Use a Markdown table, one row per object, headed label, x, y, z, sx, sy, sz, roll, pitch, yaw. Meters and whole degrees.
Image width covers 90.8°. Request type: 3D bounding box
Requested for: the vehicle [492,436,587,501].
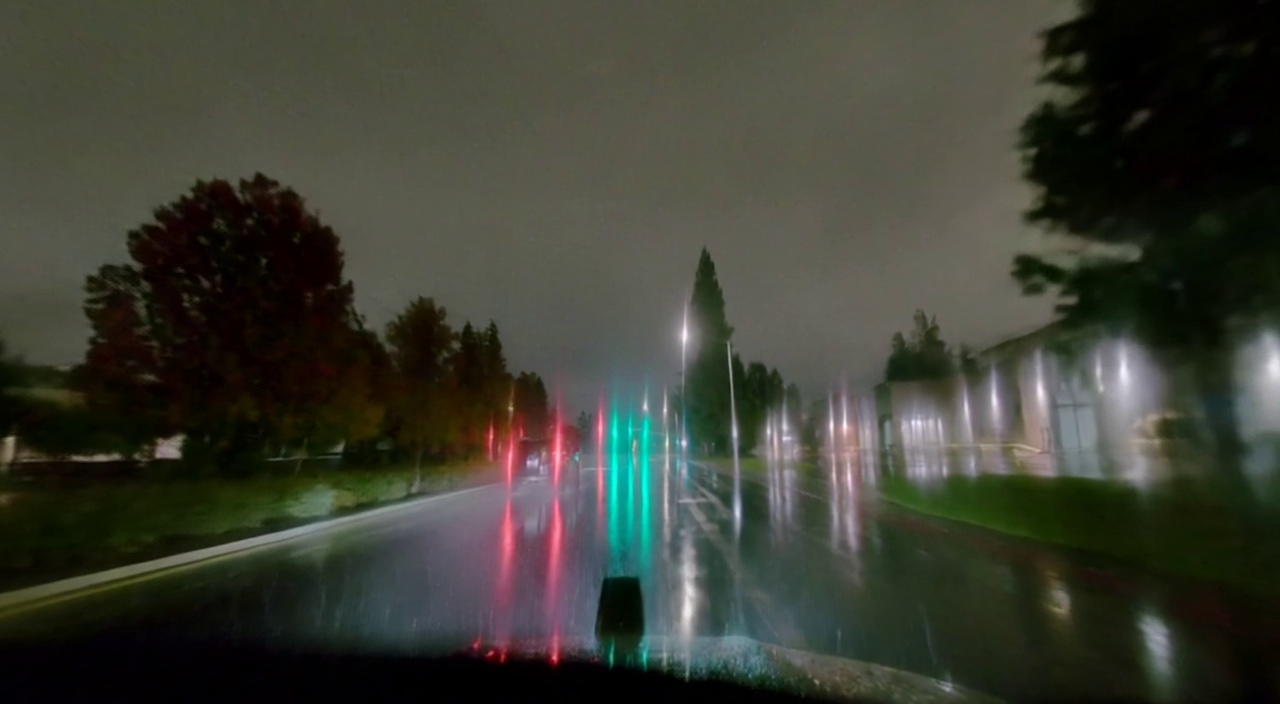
| label | x | y | z | sx | sy | sz | roll | pitch | yaw |
| --- | --- | --- | --- | --- | --- | --- | --- | --- | --- |
| vehicle | -2.918 | 3.500 | 19.392 | 2.121 | 1.724 | 4.392 | 0 | -9 | 1 |
